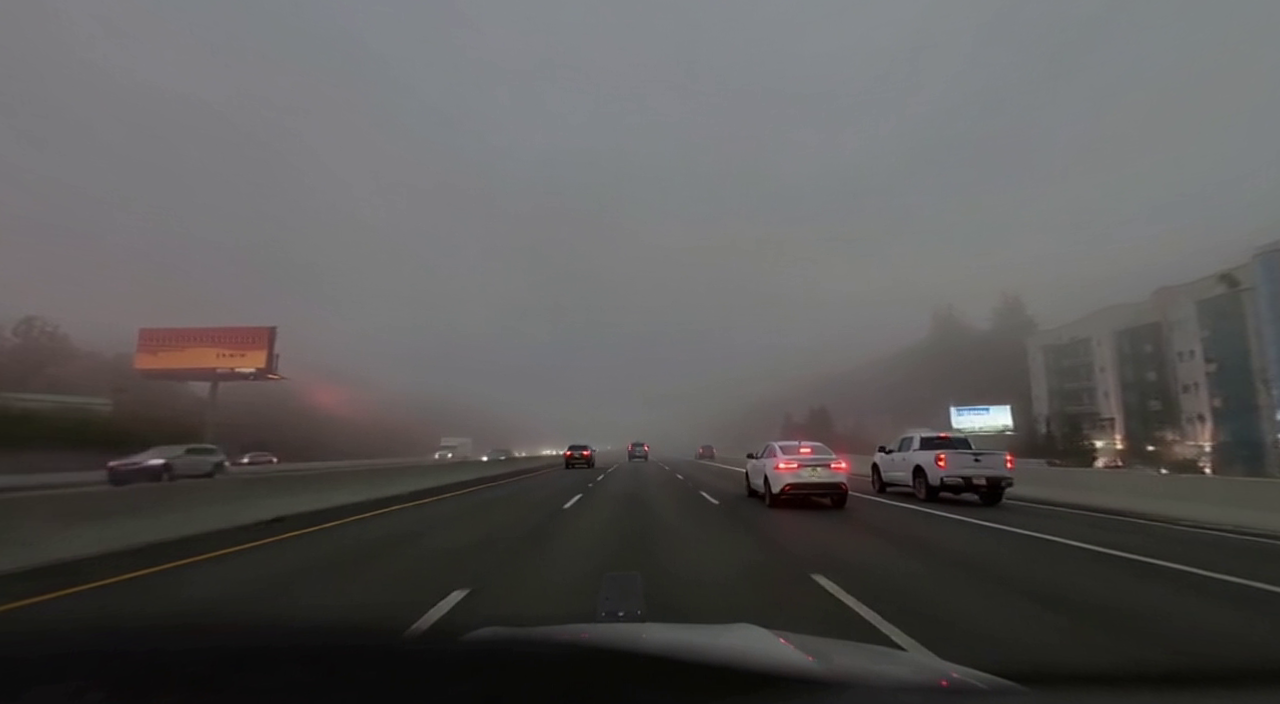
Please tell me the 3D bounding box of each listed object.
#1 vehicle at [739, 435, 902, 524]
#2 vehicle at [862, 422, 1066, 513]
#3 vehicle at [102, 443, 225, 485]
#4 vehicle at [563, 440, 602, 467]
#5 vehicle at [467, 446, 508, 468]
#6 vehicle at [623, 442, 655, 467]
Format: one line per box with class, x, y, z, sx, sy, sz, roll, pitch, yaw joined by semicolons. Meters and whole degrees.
vehicle;3.463;2.552;13.187;1.987;1.509;4.512;0;-9;-1
vehicle;7.326;2.674;15.056;2.176;1.793;4.841;0;-9;-2
vehicle;-20.994;4.933;28.139;1.922;1.658;4.538;0;-9;-1
vehicle;-3.949;7.114;44.307;2.256;1.756;4.745;0;-9;0
vehicle;-11.160;7.716;46.509;1.888;1.486;4.616;0;-9;0
vehicle;-0.069;7.355;45.566;2.191;1.685;4.015;0;-9;-1
